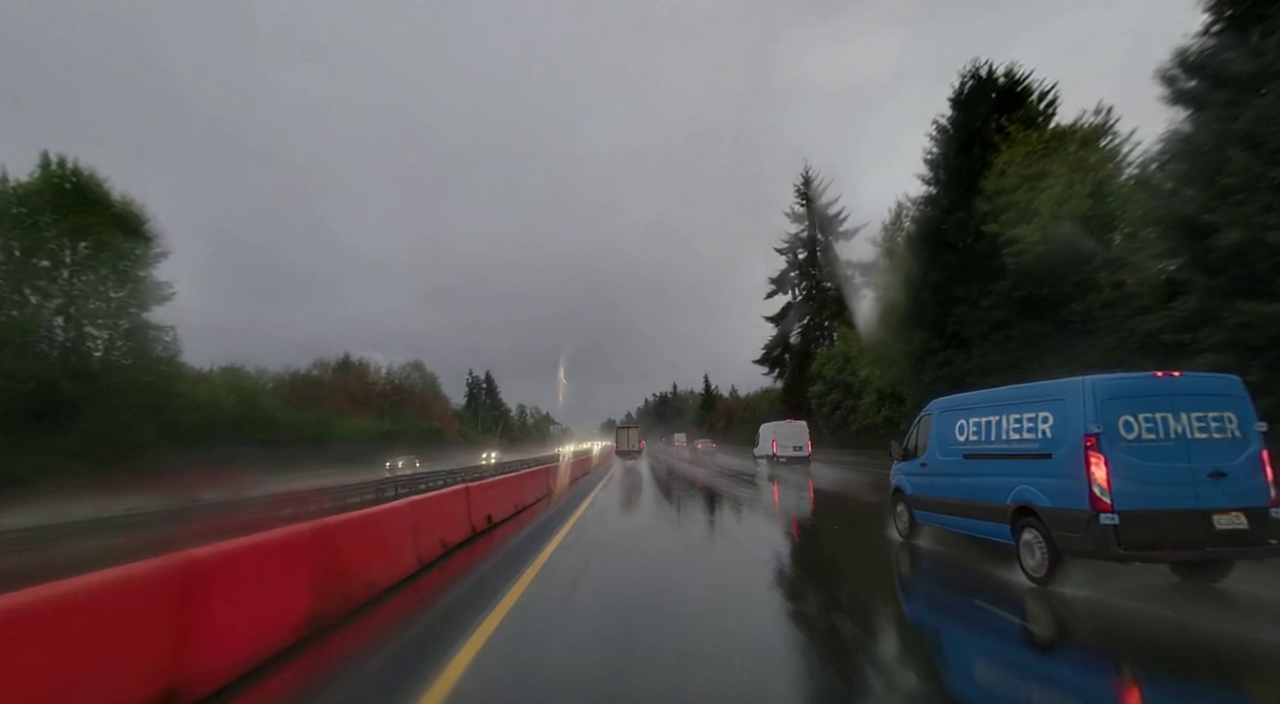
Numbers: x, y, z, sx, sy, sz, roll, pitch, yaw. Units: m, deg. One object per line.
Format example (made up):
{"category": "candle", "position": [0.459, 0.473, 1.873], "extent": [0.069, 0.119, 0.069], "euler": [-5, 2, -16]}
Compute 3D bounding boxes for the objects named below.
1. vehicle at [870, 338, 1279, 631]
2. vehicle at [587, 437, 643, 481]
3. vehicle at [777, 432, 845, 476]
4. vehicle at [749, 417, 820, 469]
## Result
{"category": "vehicle", "position": [4.747, 1.263, 6.987], "extent": [2.223, 2.008, 5.121], "euler": [0, -8, -2]}
{"category": "vehicle", "position": [-0.985, 4.280, 25.526], "extent": [2.100, 1.636, 3.620], "euler": [0, -8, -2]}
{"category": "vehicle", "position": [8.135, 4.872, 30.292], "extent": [2.255, 1.960, 3.229], "euler": [0, -8, -1]}
{"category": "vehicle", "position": [7.949, 5.104, 35.230], "extent": [2.385, 2.635, 5.633], "euler": [0, -8, -2]}
